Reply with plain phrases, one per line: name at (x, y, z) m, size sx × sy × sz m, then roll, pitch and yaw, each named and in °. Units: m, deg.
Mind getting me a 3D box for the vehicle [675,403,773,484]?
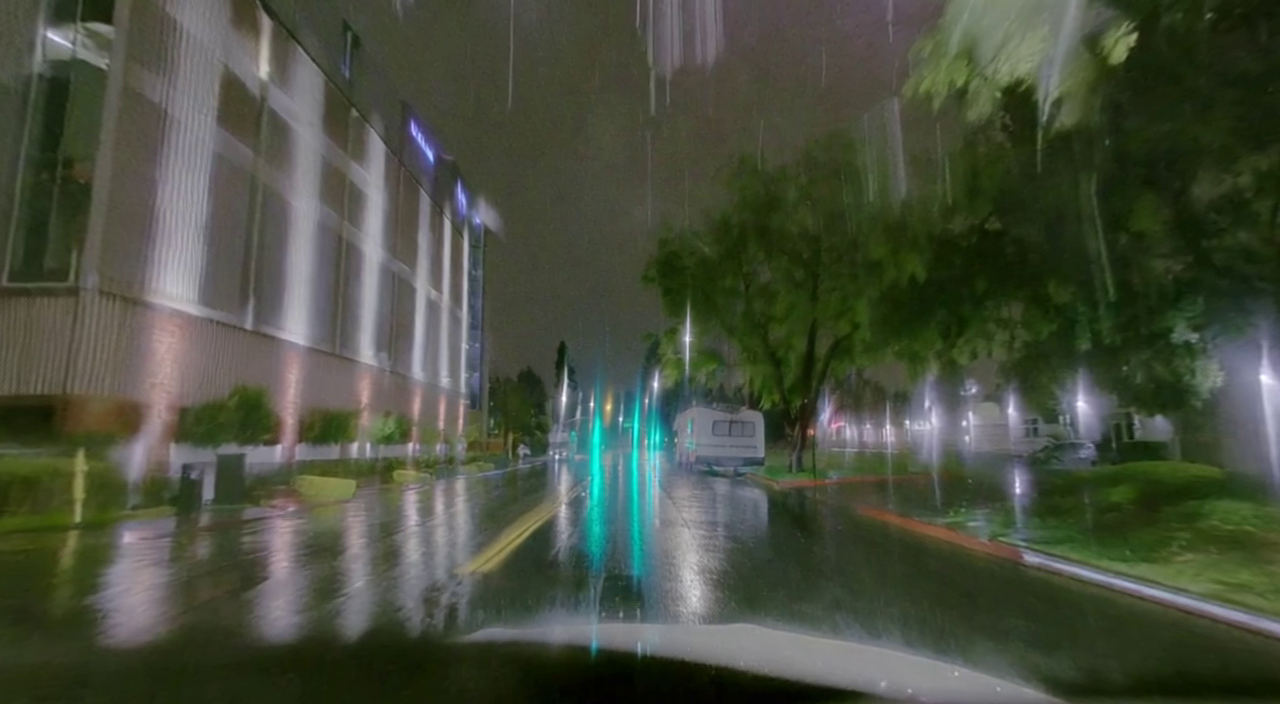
vehicle at (3.539, 4.168, 29.078) m, size 3.074 × 3.099 × 8.805 m, roll 1°, pitch -8°, yaw -2°
